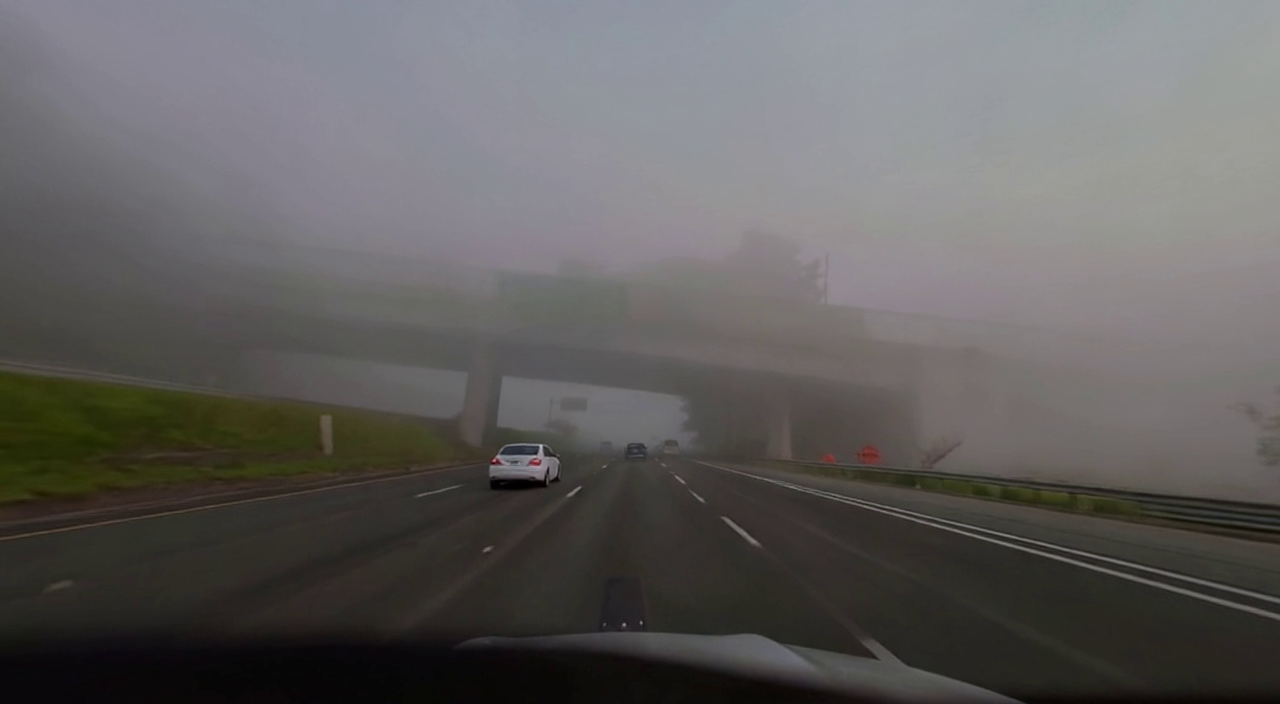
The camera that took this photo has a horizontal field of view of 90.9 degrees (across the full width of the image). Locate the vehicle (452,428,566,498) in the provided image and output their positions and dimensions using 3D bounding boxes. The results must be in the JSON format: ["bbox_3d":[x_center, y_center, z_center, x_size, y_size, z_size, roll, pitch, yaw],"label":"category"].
[{"bbox_3d":[-3.437,3.014,17.625,2.114,1.650,4.730,0,-8,1],"label":"vehicle"}]

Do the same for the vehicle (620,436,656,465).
[{"bbox_3d":[-0.167,6.533,42.088,2.328,1.805,4.502,0,-8,-1],"label":"vehicle"}]
